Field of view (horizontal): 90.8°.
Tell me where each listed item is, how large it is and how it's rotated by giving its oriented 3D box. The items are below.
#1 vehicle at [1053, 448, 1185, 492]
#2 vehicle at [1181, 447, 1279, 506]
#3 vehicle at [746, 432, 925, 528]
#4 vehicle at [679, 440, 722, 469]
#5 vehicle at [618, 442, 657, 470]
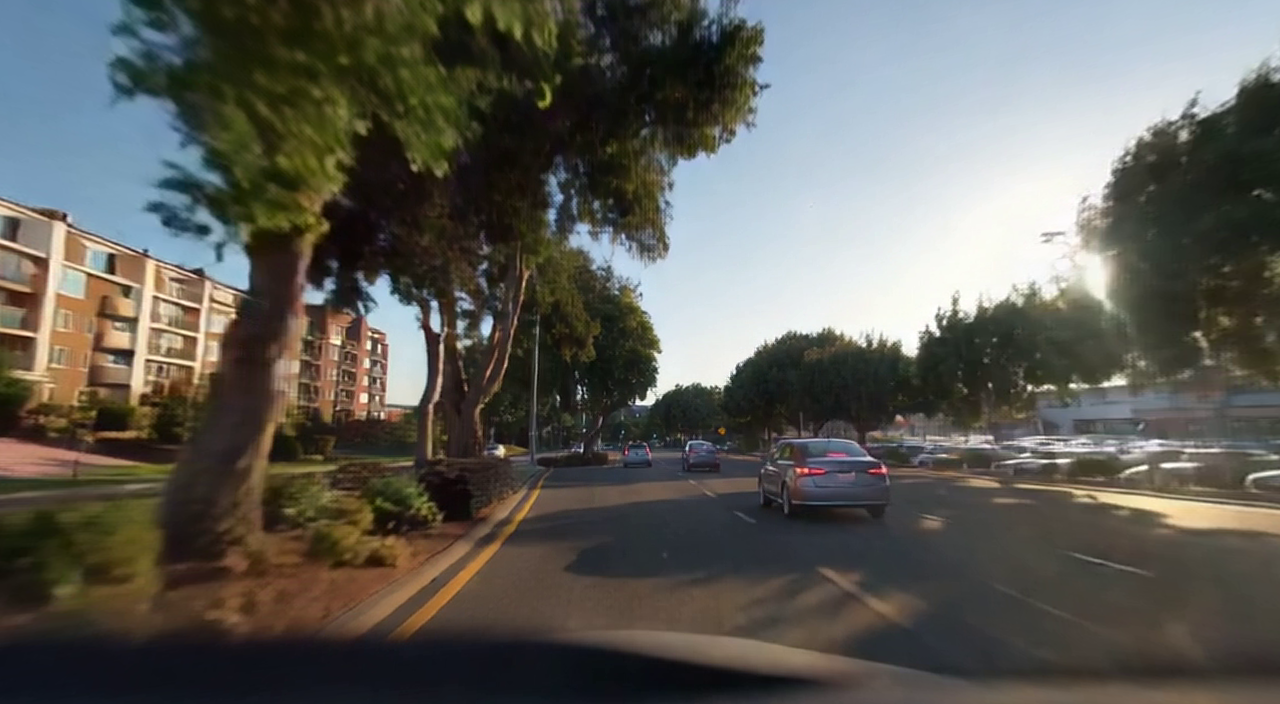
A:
[{"bbox_3d":[17.582,4.277,23.215,4.044,1.487,1.977,3,-9,-22],"label":"vehicle"},{"bbox_3d":[17.773,3.466,18.000,4.230,1.474,1.991,4,-10,-27],"label":"vehicle"},{"bbox_3d":[3.511,2.391,12.436,1.953,1.514,4.672,0,-8,-1],"label":"vehicle"},{"bbox_3d":[3.563,6.083,37.804,2.041,1.611,4.426,0,-8,-1],"label":"vehicle"},{"bbox_3d":[-0.173,5.778,35.406,2.095,1.456,3.873,0,-8,-1],"label":"vehicle"}]
